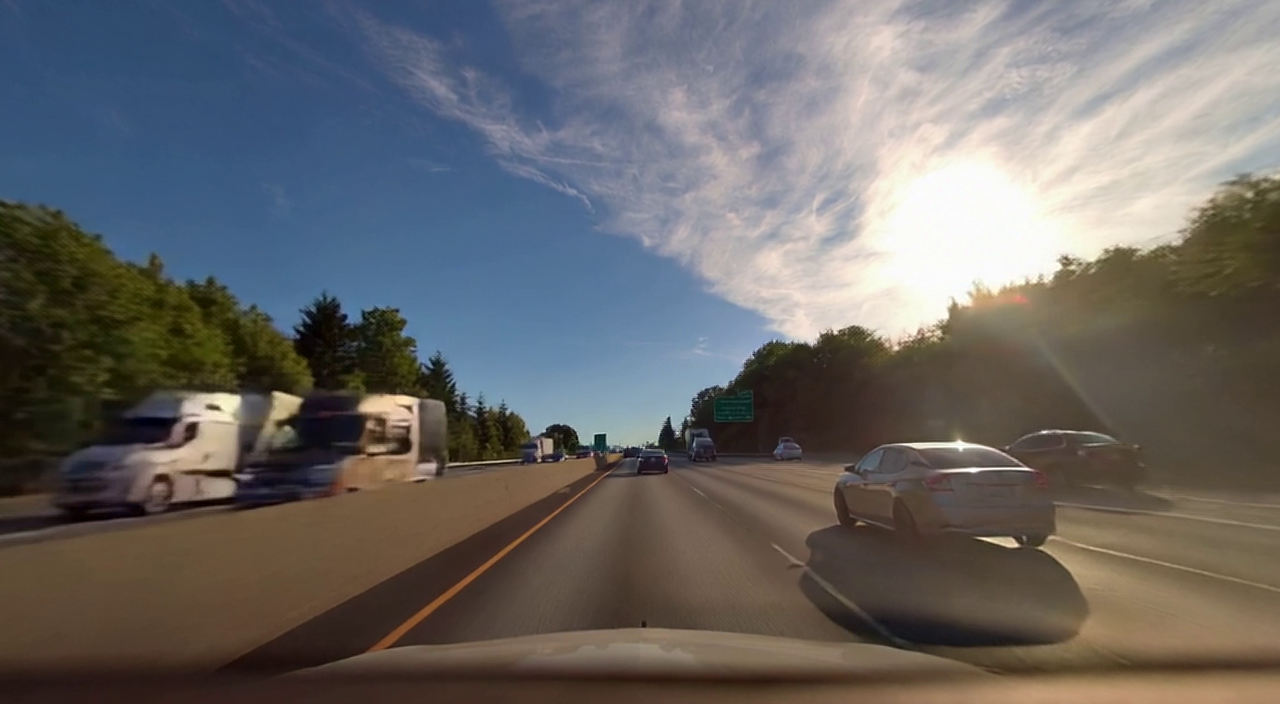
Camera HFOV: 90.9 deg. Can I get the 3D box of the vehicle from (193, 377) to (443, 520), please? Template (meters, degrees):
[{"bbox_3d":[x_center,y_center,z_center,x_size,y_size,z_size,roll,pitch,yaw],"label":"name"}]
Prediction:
[{"bbox_3d":[-7.828,2.564,16.840,2.687,2.948,7.422,0,-9,0],"label":"vehicle"}]

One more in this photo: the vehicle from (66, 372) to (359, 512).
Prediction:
[{"bbox_3d":[-15.062,3.511,24.295,2.945,4.037,11.797,0,-9,0],"label":"vehicle"}]

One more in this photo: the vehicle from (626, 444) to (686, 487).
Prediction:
[{"bbox_3d":[0.585,4.422,24.839,2.177,1.520,4.278,0,-9,0],"label":"vehicle"}]

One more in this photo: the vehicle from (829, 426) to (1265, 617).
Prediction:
[{"bbox_3d":[3.854,1.664,7.154,2.029,1.475,4.279,0,-9,-1],"label":"vehicle"}]
